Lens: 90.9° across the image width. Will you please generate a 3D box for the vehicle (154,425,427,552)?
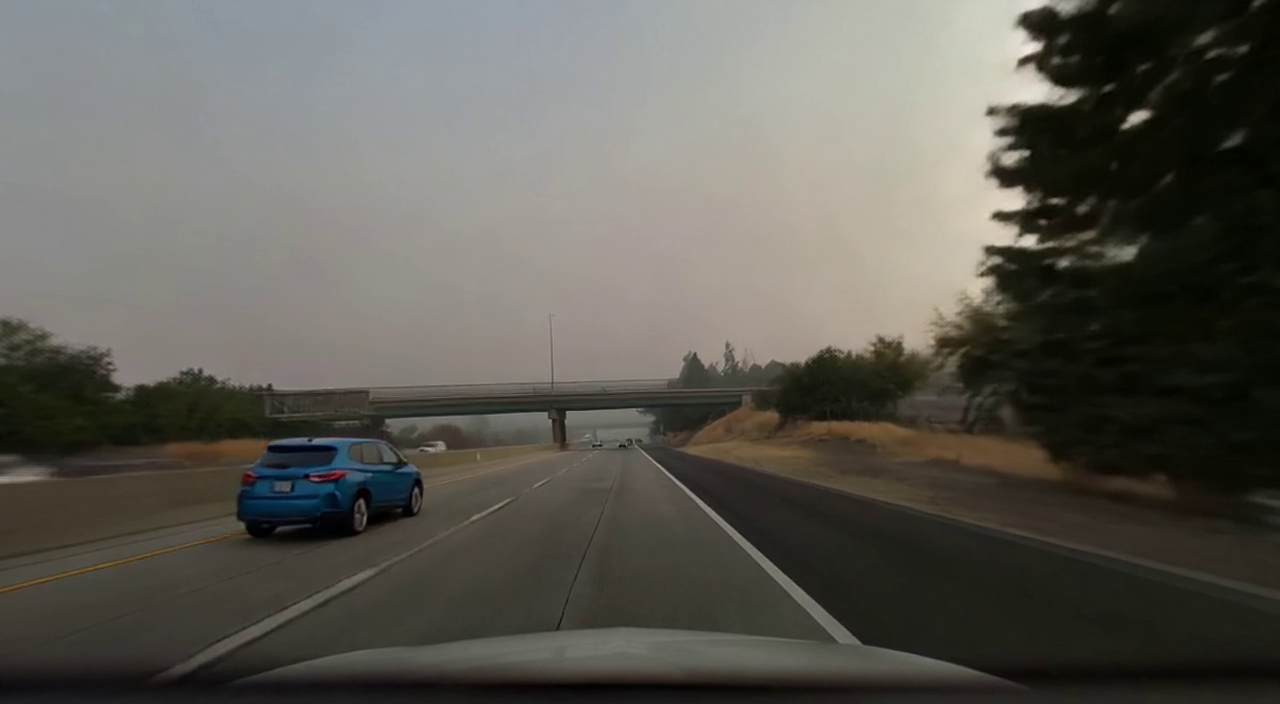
[{"bbox_3d":[-4.838,1.892,9.497,1.965,1.513,3.774,0,-8,-1],"label":"vehicle"}]
